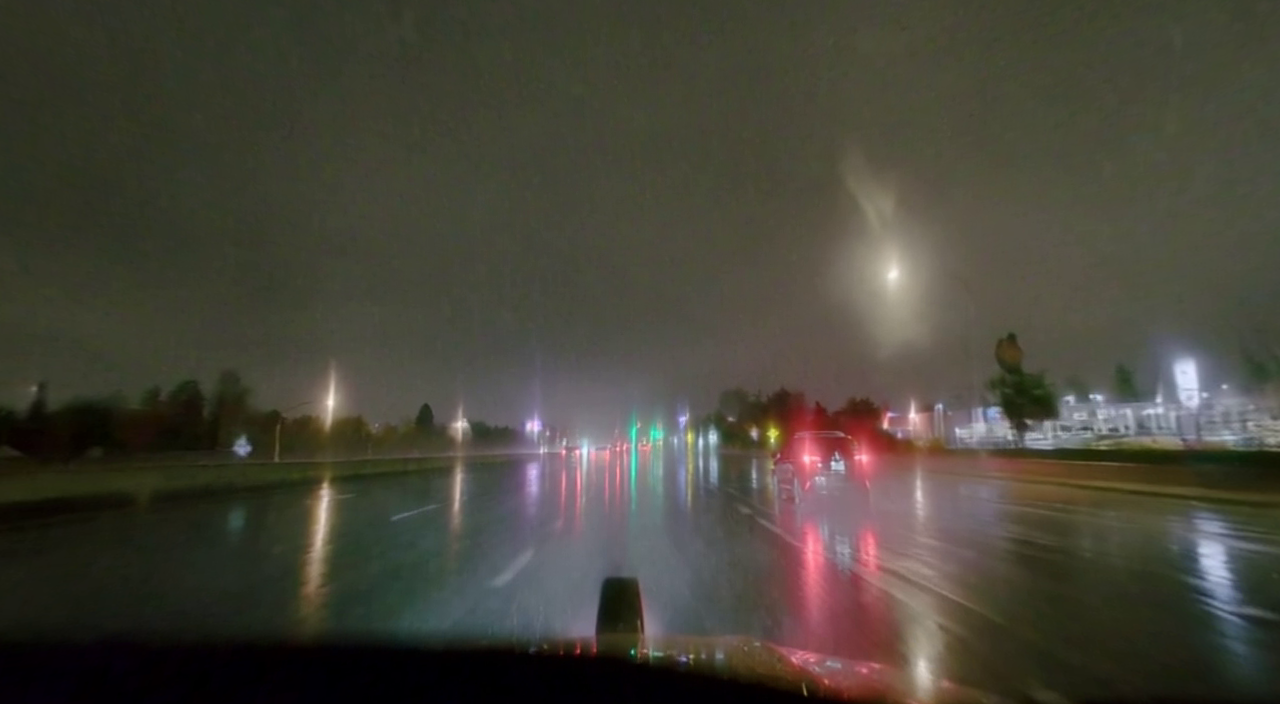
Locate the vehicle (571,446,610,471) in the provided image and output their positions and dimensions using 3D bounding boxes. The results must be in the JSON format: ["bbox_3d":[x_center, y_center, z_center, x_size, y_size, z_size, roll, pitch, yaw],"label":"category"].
[{"bbox_3d":[-3.179,6.935,41.255,2.139,1.510,4.506,0,-9,0],"label":"vehicle"}]

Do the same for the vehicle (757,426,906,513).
[{"bbox_3d":[4.382,2.787,15.381,2.109,1.764,4.704,0,-9,-1],"label":"vehicle"}]
